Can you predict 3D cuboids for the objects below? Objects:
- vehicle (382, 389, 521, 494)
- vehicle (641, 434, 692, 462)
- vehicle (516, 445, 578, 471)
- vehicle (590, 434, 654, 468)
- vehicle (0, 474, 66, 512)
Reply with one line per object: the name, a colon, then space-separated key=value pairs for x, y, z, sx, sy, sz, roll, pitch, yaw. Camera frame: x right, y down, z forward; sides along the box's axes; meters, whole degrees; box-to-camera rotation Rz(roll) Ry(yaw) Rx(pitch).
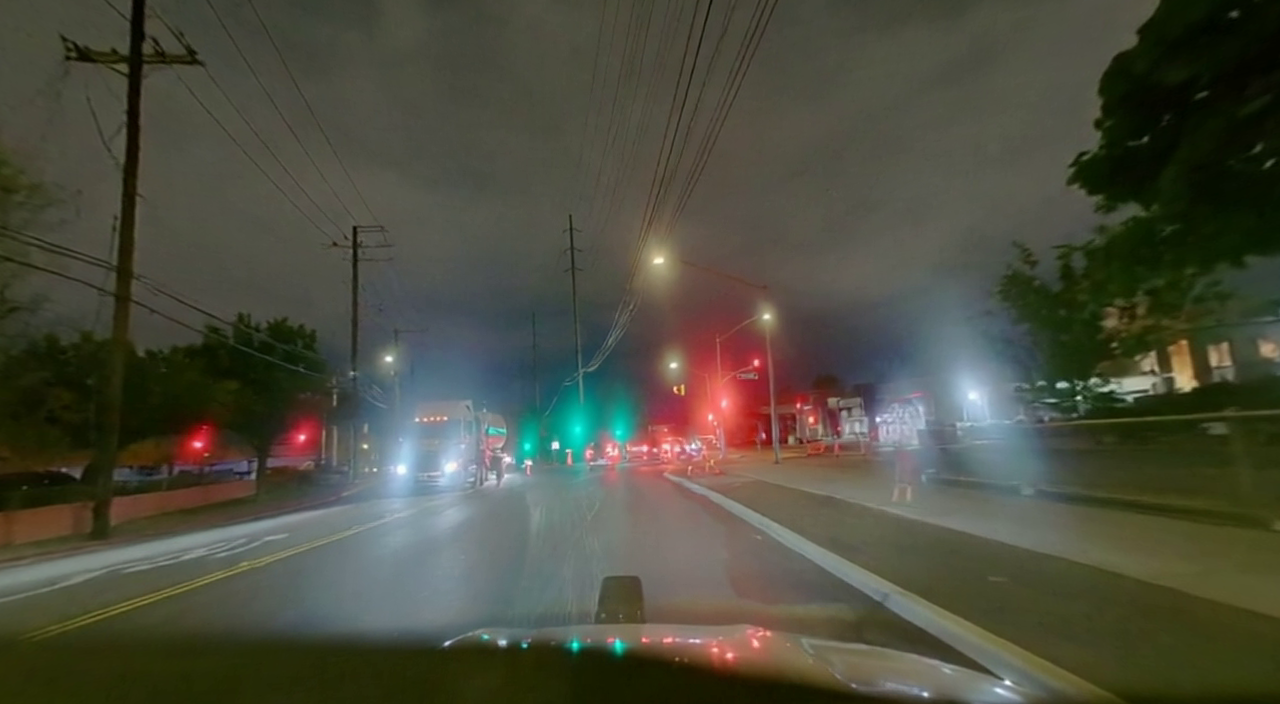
vehicle: x=-7.962 y=4.035 z=28.772 sx=3.007 sy=3.800 sz=11.011 roll=-1 pitch=-8 yaw=0
vehicle: x=2.014 y=6.921 z=45.758 sx=2.206 sy=1.911 sz=5.548 roll=-3 pitch=-8 yaw=18
vehicle: x=-6.023 y=6.923 z=41.490 sx=2.103 sy=1.526 sz=4.743 roll=-3 pitch=-8 yaw=18
vehicle: x=-0.975 y=5.932 z=38.041 sx=2.256 sy=1.859 sz=5.118 roll=-3 pitch=-8 yaw=17
vehicle: x=-34.322 y=7.741 z=34.478 sx=4.158 sy=1.736 sz=1.971 roll=-4 pitch=-7 yaw=2
